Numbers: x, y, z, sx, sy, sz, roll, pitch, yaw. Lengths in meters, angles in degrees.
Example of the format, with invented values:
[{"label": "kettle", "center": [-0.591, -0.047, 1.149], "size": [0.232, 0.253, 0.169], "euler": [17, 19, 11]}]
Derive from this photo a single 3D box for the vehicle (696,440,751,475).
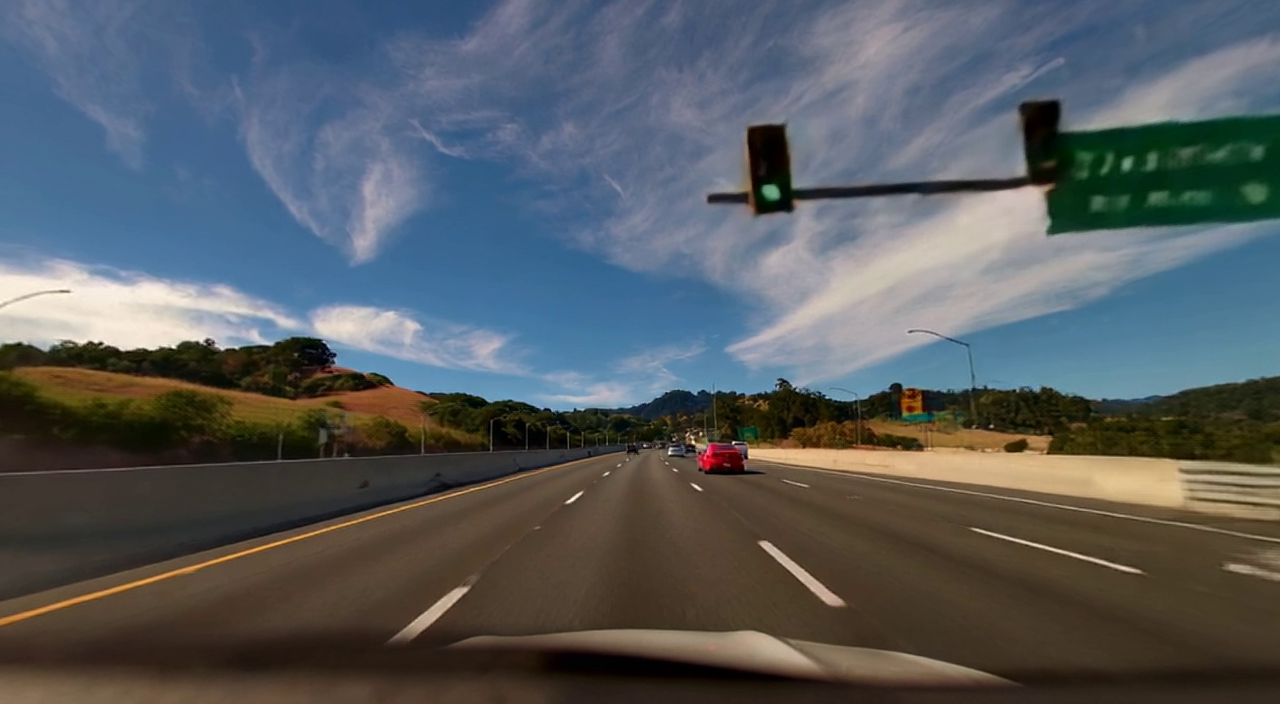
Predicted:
[{"label": "vehicle", "center": [3.783, 4.860, 29.269], "size": [1.916, 1.469, 4.481], "euler": [-1, -9, 0]}]
